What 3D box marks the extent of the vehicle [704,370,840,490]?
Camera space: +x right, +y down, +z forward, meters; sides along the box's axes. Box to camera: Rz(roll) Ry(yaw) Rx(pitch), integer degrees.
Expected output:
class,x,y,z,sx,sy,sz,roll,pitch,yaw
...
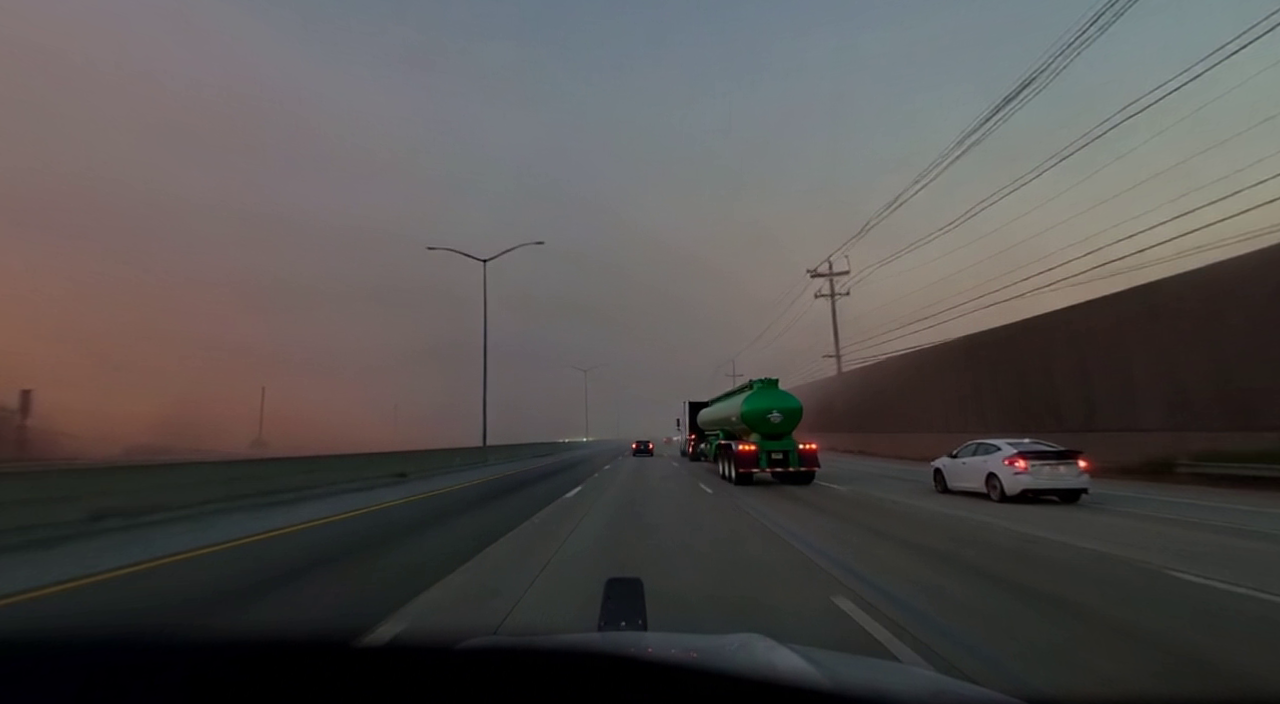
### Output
class,x,y,z,sx,sy,sz,roll,pitch,yaw
vehicle,3.900,2.657,20.827,2.791,3.179,8.074,0,-8,1

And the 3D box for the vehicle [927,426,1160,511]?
class,x,y,z,sx,sy,sz,roll,pitch,yaw
vehicle,8.146,2.396,13.434,1.905,1.480,4.624,0,-8,0
